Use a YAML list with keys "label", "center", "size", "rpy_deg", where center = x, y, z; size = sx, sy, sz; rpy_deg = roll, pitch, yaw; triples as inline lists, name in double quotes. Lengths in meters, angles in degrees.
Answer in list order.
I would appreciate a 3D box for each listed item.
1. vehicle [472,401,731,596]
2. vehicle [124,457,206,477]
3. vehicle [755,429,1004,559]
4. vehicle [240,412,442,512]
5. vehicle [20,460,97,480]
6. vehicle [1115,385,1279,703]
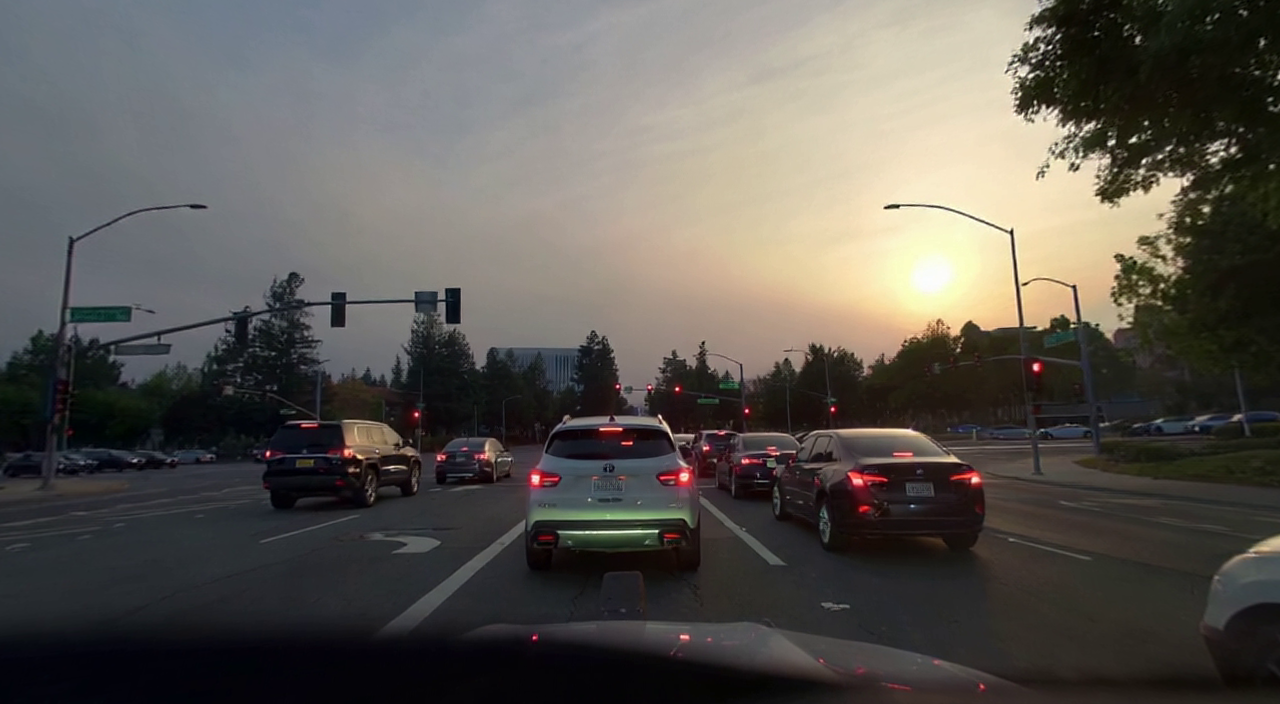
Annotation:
- label: "vehicle"
  center: [-0.316, 1.587, 7.594]
  size: [2.256, 1.694, 4.055]
  rpy_deg: [0, -9, 0]
- label: "vehicle"
  center: [-37.331, 9.036, 49.435]
  size: [4.914, 1.487, 1.850]
  rpy_deg: [0, -9, 0]
- label: "vehicle"
  center: [3.159, 1.969, 9.485]
  size: [1.971, 1.473, 4.495]
  rpy_deg: [0, -9, 0]
- label: "vehicle"
  center: [-6.728, 2.551, 14.995]
  size: [2.214, 1.953, 5.017]
  rpy_deg: [0, -9, 1]
- label: "vehicle"
  center: [-45.688, 9.268, 49.389]
  size: [4.232, 1.498, 1.791]
  rpy_deg: [0, -9, 1]
- label: "vehicle"
  center: [3.309, 0.667, 0.819]
  size: [1.980, 1.515, 4.362]
  rpy_deg: [0, -9, 1]
